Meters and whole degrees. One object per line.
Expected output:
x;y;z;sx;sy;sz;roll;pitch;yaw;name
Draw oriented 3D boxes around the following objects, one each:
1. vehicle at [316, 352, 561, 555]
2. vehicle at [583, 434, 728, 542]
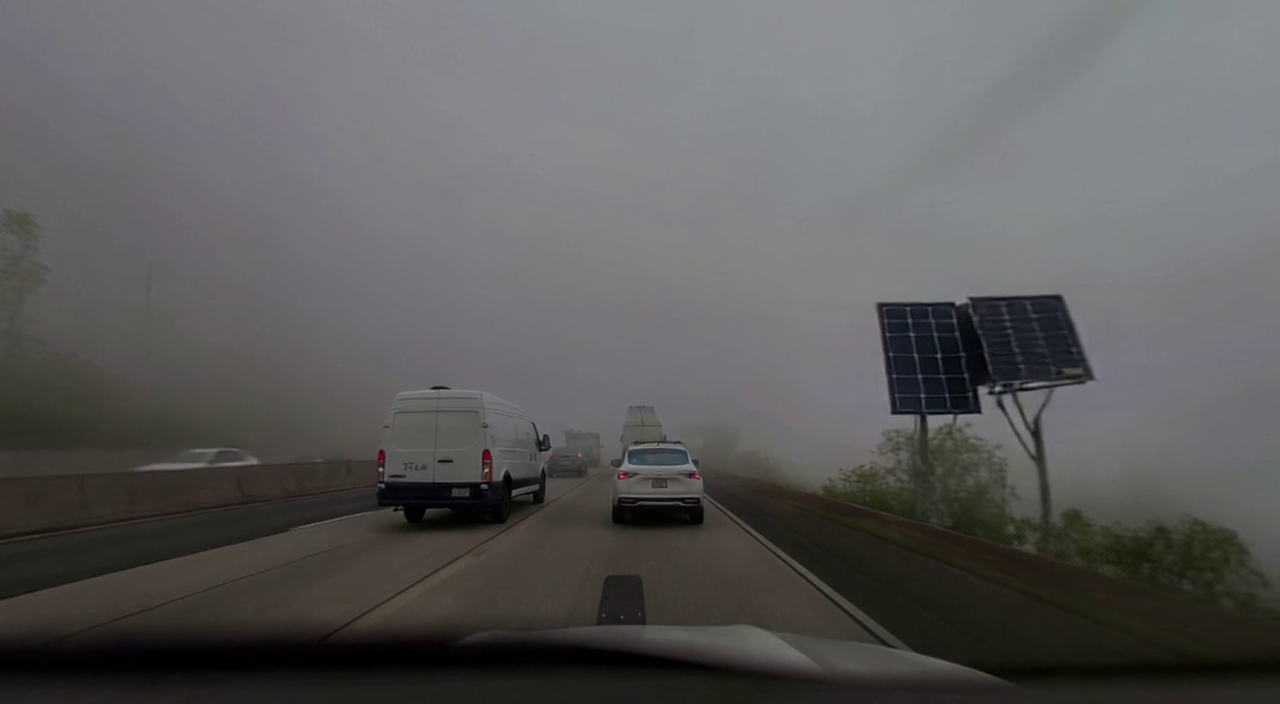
-3.166;1.887;12.028;2.289;2.757;6.726;0;-9;1;vehicle
0.200;2.218;10.809;2.063;1.507;3.488;0;-9;0;vehicle
